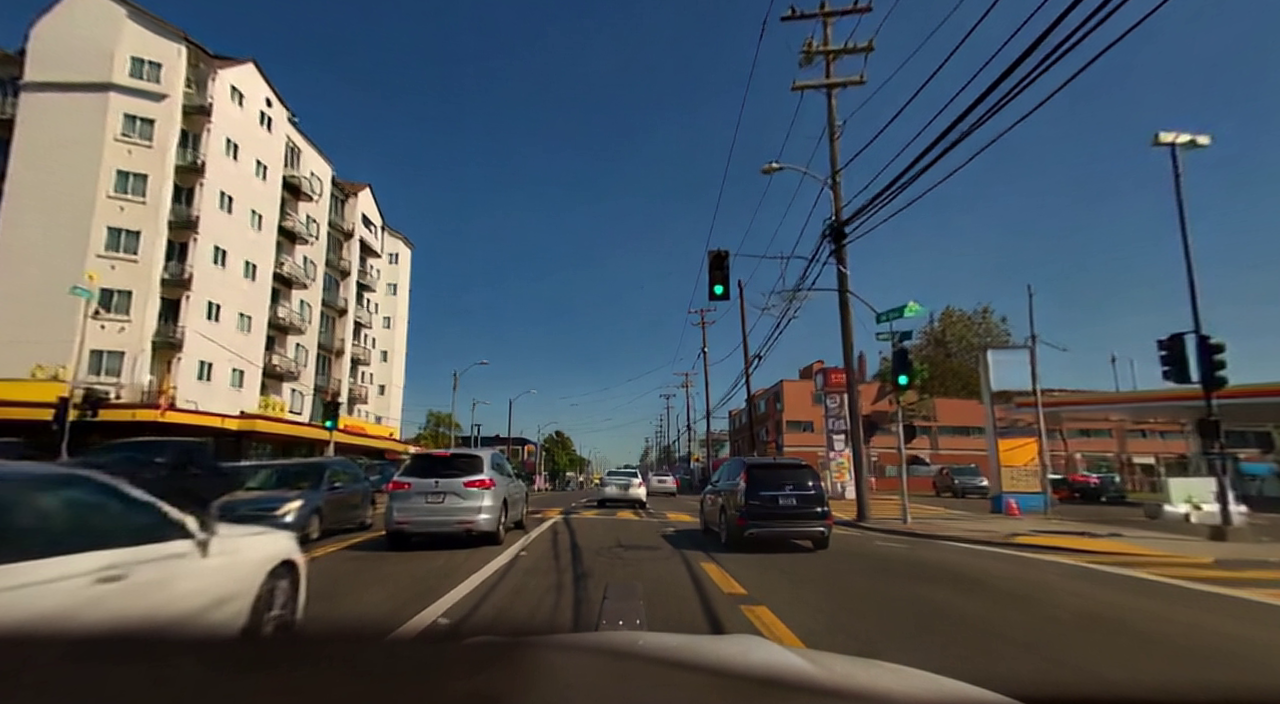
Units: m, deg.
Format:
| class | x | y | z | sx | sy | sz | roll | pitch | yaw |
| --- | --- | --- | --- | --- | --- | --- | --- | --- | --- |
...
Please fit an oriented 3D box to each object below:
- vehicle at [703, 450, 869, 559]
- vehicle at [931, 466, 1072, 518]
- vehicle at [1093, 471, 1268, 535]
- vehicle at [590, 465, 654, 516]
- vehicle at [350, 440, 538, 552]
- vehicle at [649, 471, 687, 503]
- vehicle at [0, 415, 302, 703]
| class | x | y | z | sx | sy | sz | roll | pitch | yaw |
| --- | --- | --- | --- | --- | --- | --- | --- | --- | --- |
| vehicle | 2.463 | 2.681 | 11.861 | 1.945 | 1.647 | 4.160 | 0 | -9 | -2 |
| vehicle | 12.208 | 4.659 | 21.370 | 4.048 | 1.539 | 1.820 | 3 | -10 | -19 |
| vehicle | 15.767 | 4.372 | 18.847 | 1.959 | 1.482 | 4.664 | -2 | -9 | 13 |
| vehicle | -0.623 | 4.705 | 21.796 | 1.999 | 1.487 | 3.939 | 0 | -9 | -2 |
| vehicle | -3.405 | 2.591 | 12.100 | 2.221 | 1.706 | 4.451 | 0 | -9 | -1 |
| vehicle | 1.687 | 8.337 | 39.272 | 1.953 | 1.687 | 4.094 | 0 | -9 | -3 |
| vehicle | -3.107 | 0.915 | 1.878 | 1.932 | 1.458 | 4.330 | 0 | -9 | -2 |
